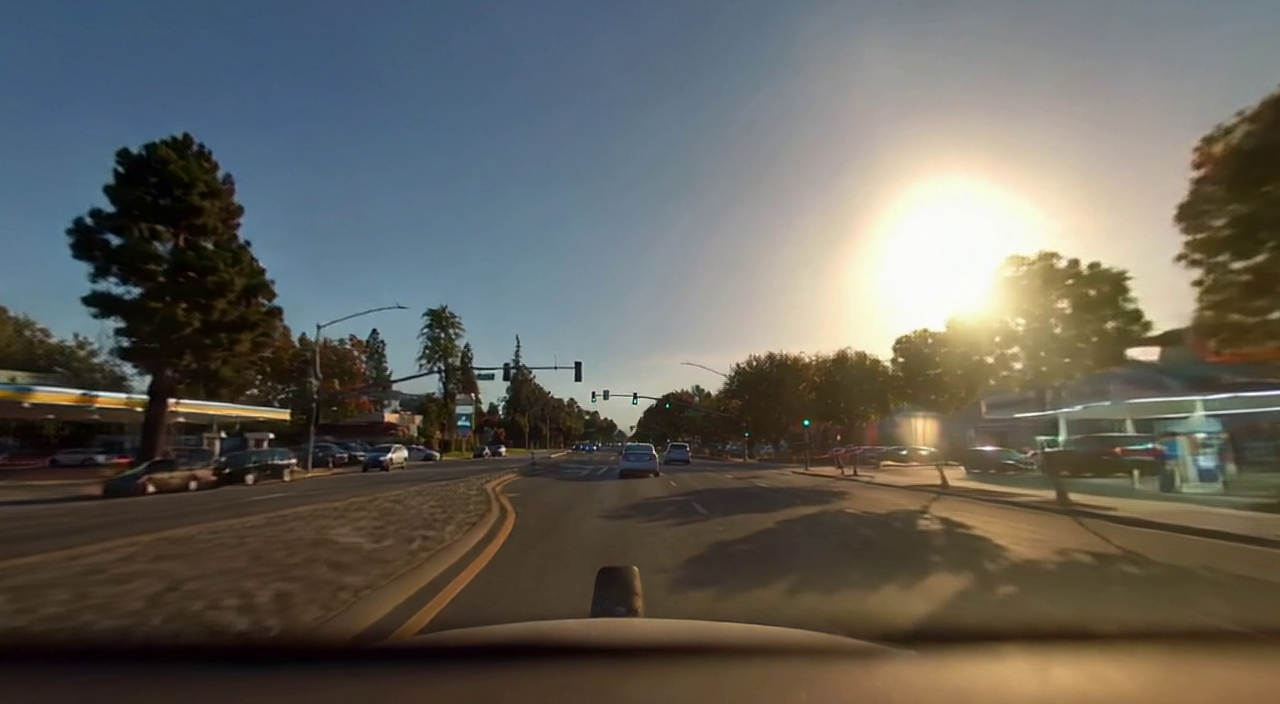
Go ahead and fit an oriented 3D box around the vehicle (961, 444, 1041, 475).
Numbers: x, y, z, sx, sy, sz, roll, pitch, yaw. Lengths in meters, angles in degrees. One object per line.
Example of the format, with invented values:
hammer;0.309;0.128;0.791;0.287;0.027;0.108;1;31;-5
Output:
vehicle;20.308;6.072;35.666;1.950;1.519;4.860;-3;-9;5

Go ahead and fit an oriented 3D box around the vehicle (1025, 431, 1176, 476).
vehicle;20.515;4.584;28.542;2.254;1.804;5.953;0;-9;-1

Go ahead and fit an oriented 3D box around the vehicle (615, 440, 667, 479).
vehicle;0.013;4.768;28.125;2.145;1.572;4.021;1;-9;-1

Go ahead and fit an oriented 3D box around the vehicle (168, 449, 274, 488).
vehicle;-19.115;5.293;28.993;1.920;1.638;4.299;1;-9;0

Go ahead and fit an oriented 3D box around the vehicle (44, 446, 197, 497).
vehicle;-19.103;4.407;23.469;1.967;1.680;4.396;-1;-9;-1
